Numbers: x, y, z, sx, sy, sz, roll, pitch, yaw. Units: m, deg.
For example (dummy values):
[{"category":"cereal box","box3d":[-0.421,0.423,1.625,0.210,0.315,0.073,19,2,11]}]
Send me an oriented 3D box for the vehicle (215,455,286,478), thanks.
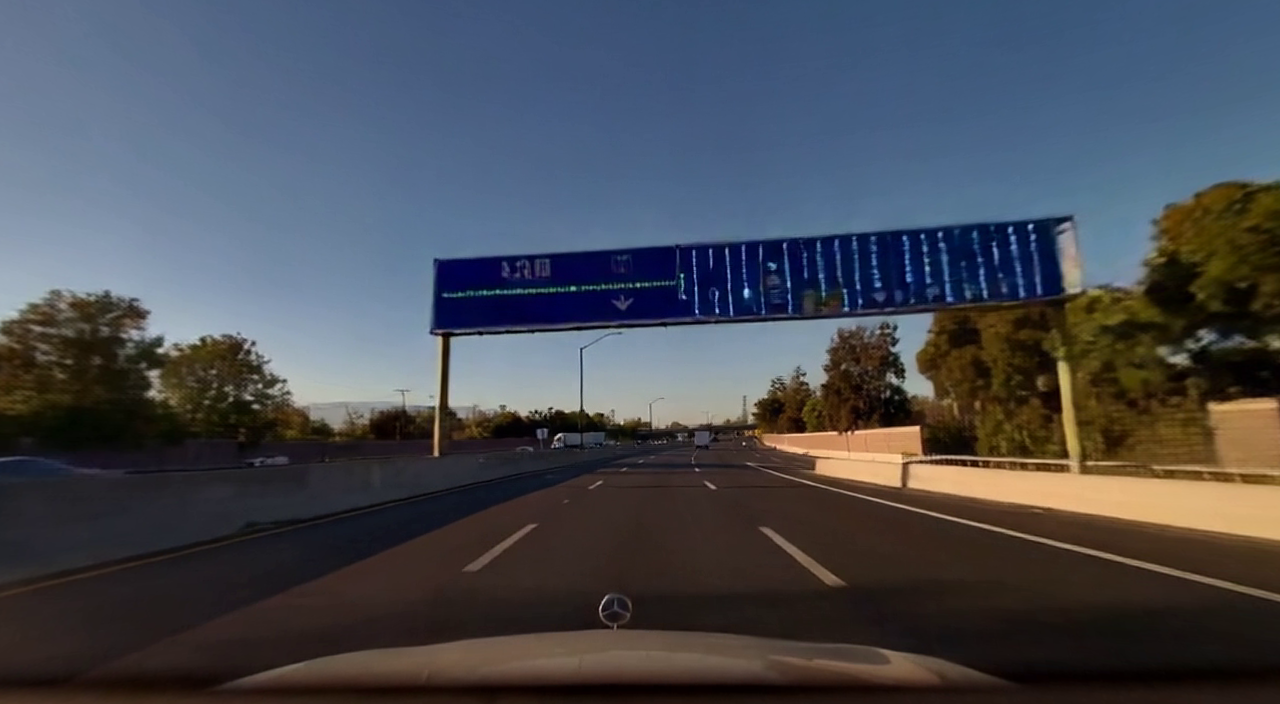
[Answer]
[{"category":"vehicle","box3d":[-28.161,8.268,45.691,2.024,1.472,4.537,-1,-8,4]}]
